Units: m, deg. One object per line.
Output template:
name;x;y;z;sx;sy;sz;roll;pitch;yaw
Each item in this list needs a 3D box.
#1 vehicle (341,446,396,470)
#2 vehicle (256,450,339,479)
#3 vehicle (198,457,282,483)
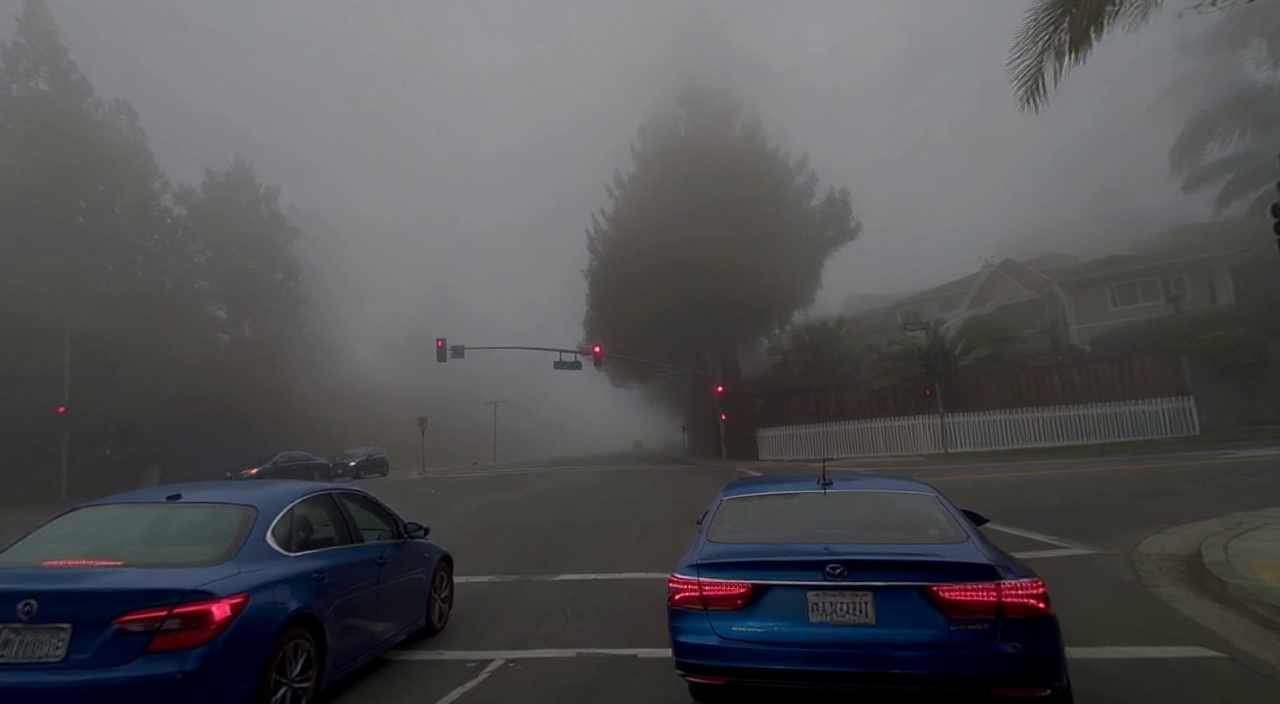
vehicle;-19.884;7.755;46.531;1.929;1.644;4.763;0;-8;0
vehicle;-20.045;6.562;37.243;2.084;1.528;4.778;-1;-8;2
vehicle;-24.113;7.114;38.335;2.019;1.427;4.630;0;-8;2
